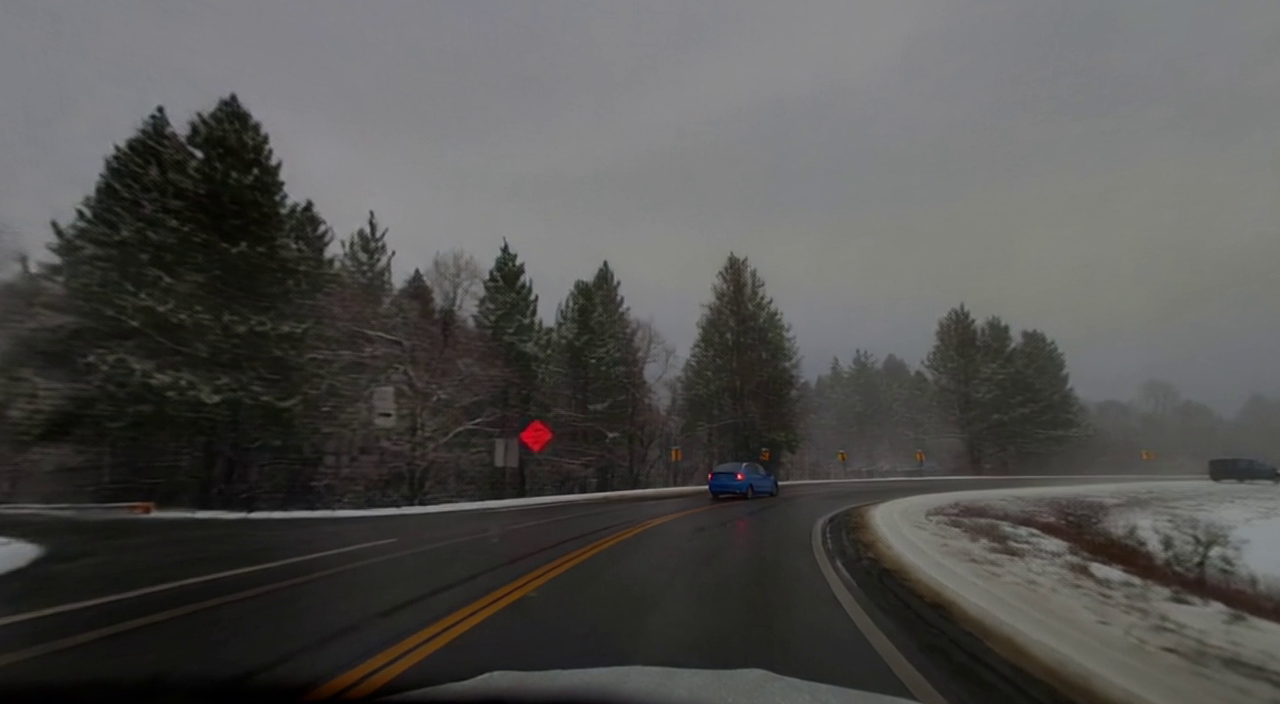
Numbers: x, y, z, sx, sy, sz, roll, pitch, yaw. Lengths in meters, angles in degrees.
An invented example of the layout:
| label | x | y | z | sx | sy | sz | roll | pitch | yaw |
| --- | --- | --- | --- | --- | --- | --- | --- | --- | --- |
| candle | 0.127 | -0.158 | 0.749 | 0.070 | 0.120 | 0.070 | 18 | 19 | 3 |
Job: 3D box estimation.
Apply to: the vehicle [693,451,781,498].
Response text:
| label | x | y | z | sx | sy | sz | roll | pitch | yaw |
| --- | --- | --- | --- | --- | --- | --- | --- | --- | --- |
| vehicle | 4.001 | 4.905 | 25.371 | 1.997 | 1.692 | 4.422 | -5 | -12 | 30 |
